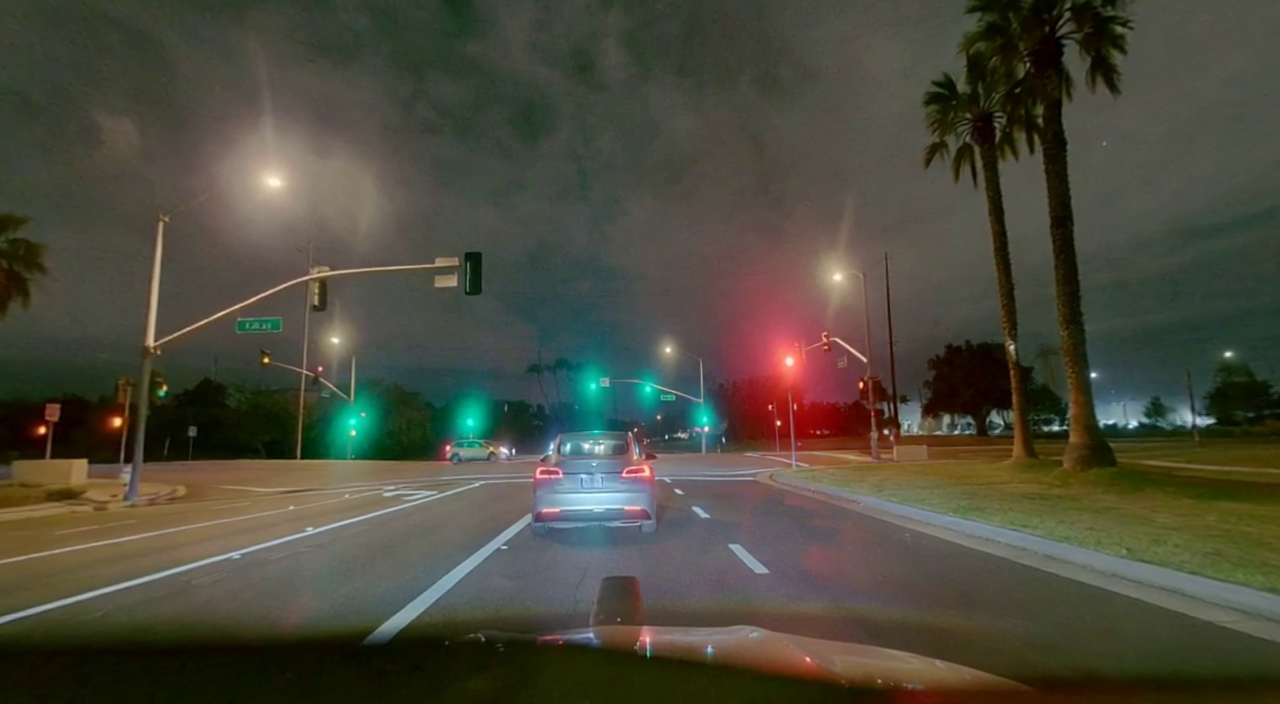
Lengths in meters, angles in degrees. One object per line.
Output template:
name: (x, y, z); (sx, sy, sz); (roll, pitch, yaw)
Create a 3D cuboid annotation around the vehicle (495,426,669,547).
vehicle: (-0.724, 1.989, 10.029); (2.152, 1.478, 4.229); (0, -8, 0)

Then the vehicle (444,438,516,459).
vehicle: (-11.469, 6.929, 45.506); (4.541, 1.458, 1.964); (7, -11, -41)
